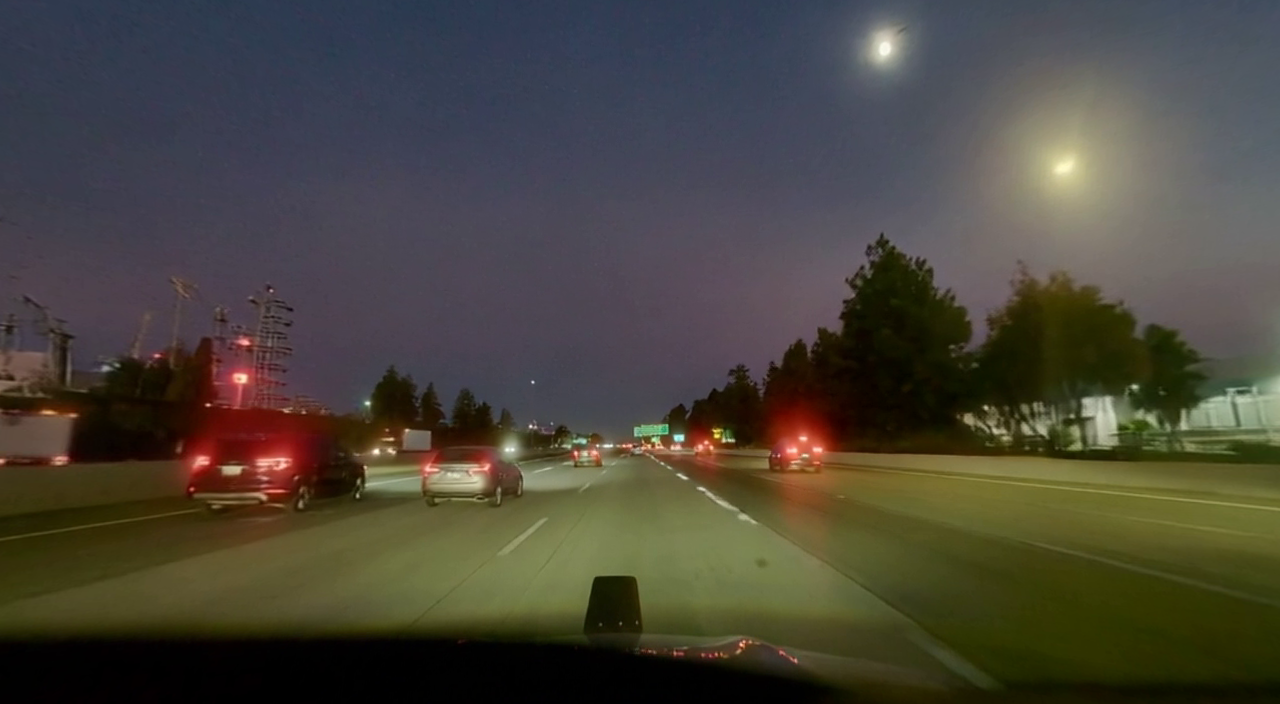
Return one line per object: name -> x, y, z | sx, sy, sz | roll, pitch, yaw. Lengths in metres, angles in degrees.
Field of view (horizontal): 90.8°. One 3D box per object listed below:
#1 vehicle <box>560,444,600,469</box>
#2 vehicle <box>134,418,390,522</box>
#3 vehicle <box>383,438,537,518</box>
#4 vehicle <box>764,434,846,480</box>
vehicle -> -3.665, 6.489, 39.488 | 2.078, 1.464, 4.093 | 0, -9, 0
vehicle -> -7.541, 2.420, 13.456 | 2.310, 1.787, 4.955 | 0, -9, 1
vehicle -> -3.733, 2.701, 14.131 | 2.047, 1.469, 4.614 | 0, -9, 0
vehicle -> 6.915, 4.442, 27.041 | 2.147, 1.769, 4.666 | 0, -9, -1
